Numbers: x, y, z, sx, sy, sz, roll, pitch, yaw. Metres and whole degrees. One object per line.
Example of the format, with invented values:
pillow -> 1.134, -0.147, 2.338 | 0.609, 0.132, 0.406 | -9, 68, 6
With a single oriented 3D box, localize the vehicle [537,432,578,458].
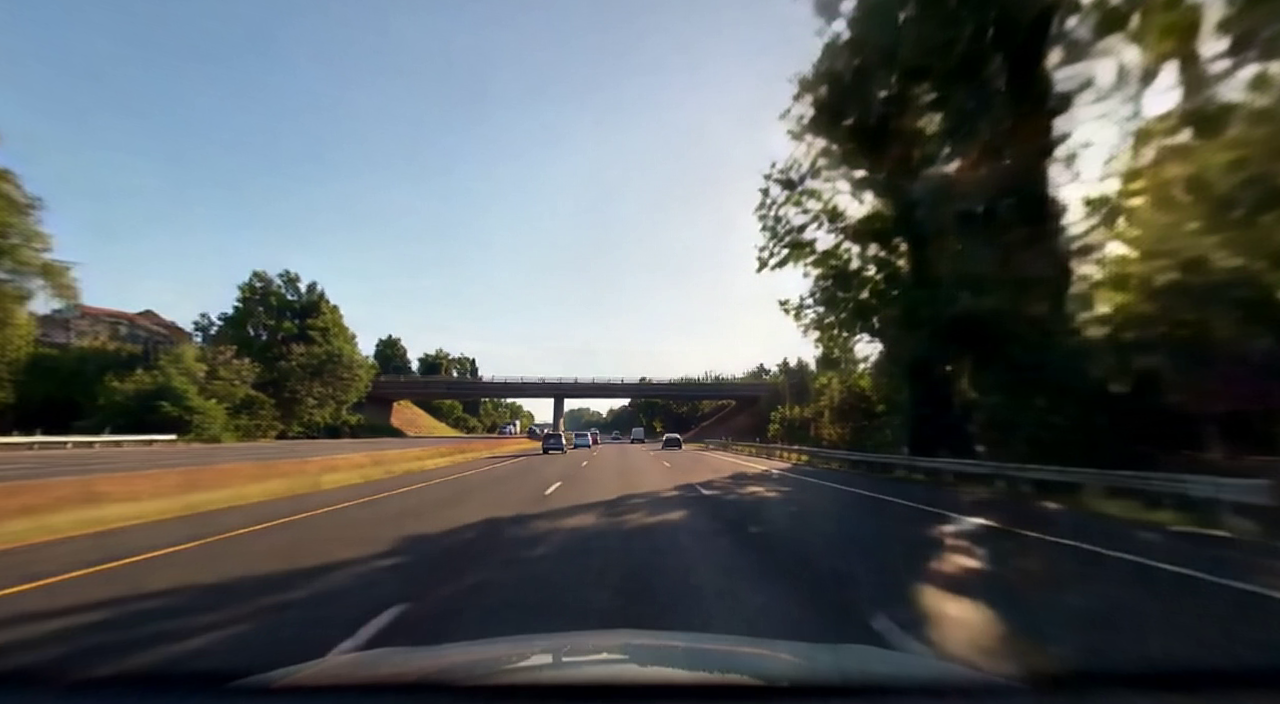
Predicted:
vehicle -> -4.709, 5.363, 36.428 | 1.966, 1.460, 3.519 | 0, -8, -2
